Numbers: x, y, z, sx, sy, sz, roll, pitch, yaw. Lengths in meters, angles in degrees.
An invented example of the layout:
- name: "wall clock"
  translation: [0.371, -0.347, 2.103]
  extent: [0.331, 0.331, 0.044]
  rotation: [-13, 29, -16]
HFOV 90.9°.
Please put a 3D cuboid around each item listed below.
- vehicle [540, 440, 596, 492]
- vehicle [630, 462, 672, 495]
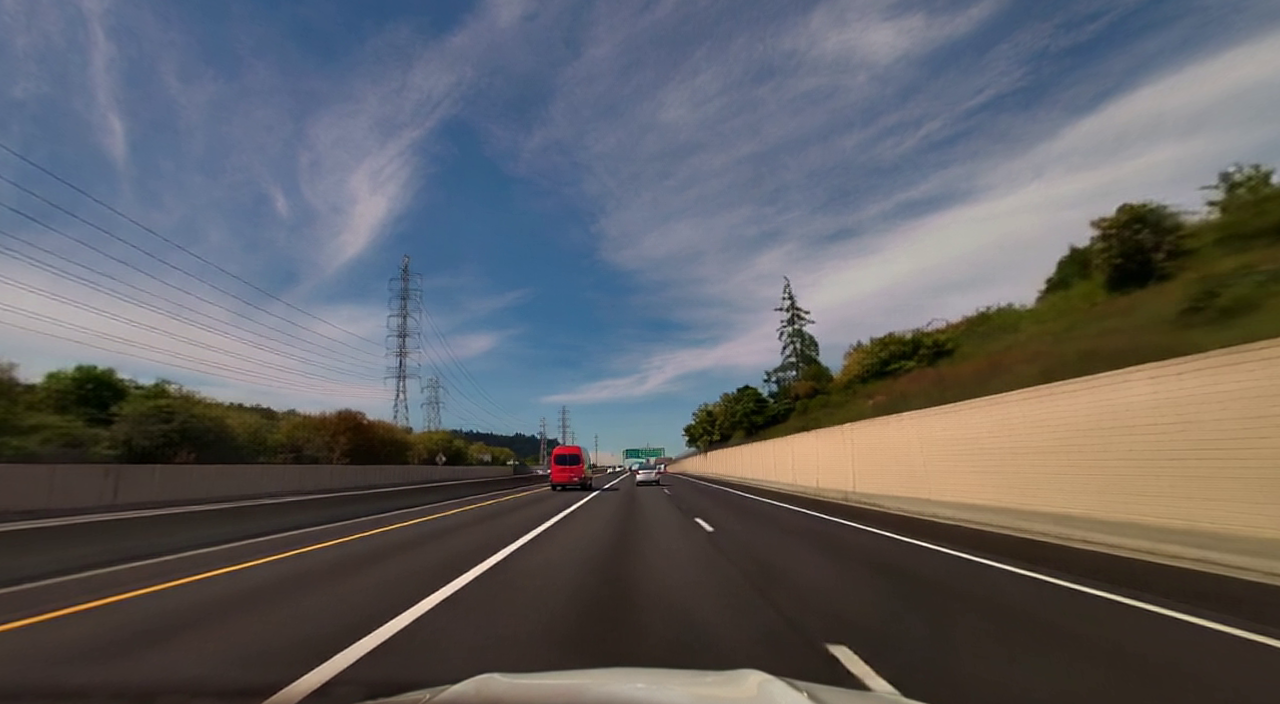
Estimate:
- name: "vehicle"
  translation: [-3.903, 6.423, 35.519]
  extent: [2.394, 2.609, 6.875]
  rotation: [1, -11, 0]
- name: "vehicle"
  translation: [0.525, 6.472, 32.383]
  extent: [2.006, 1.554, 3.863]
  rotation: [1, -10, 0]
